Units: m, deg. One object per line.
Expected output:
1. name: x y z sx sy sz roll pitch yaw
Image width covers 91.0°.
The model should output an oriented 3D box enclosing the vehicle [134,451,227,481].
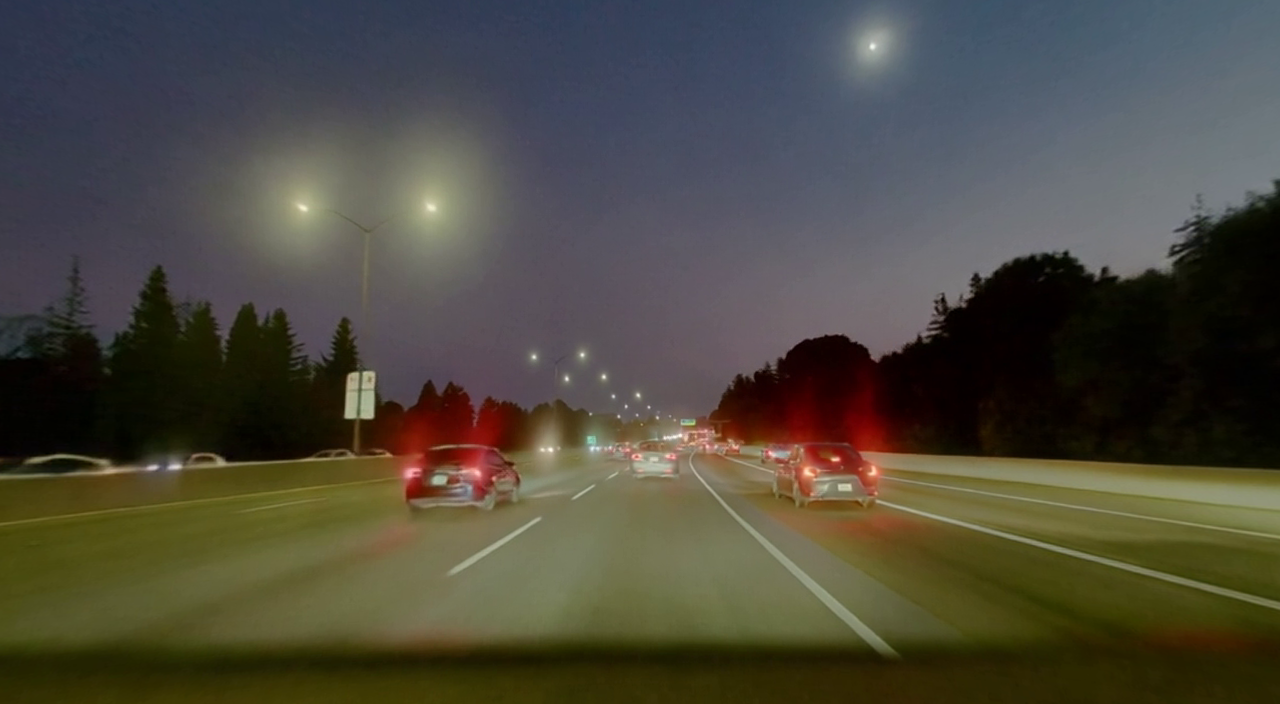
1. vehicle: -27.407 6.807 37.782 1.866 1.614 4.594 0 -9 3

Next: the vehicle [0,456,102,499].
1. vehicle: -24.774 5.008 25.397 1.831 1.519 4.633 0 -9 3

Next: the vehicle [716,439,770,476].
1. vehicle: 5.111 5.291 31.875 2.063 1.710 4.591 0 -9 2

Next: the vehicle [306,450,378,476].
1. vehicle: -19.592 7.327 41.701 2.204 1.585 4.665 0 -9 4

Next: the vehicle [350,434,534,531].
1. vehicle: -3.492 2.381 12.078 2.012 1.495 4.169 0 -9 2

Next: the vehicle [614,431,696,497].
1. vehicle: 0.450 3.301 18.881 2.181 1.728 3.970 0 -9 1

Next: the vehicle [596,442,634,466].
1. vehicle: -1.745 7.333 45.520 2.128 1.627 4.697 0 -9 5

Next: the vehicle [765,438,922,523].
1. vehicle: 4.157 2.690 13.753 1.999 1.514 4.338 0 -9 0
